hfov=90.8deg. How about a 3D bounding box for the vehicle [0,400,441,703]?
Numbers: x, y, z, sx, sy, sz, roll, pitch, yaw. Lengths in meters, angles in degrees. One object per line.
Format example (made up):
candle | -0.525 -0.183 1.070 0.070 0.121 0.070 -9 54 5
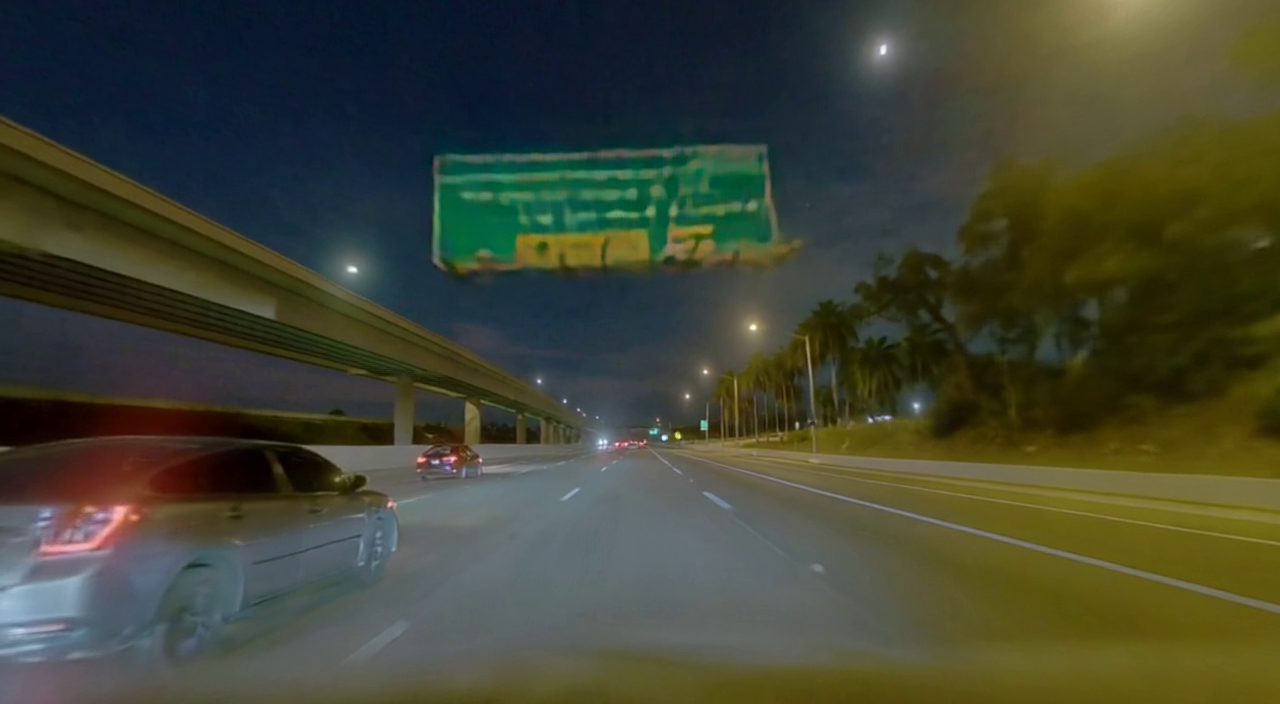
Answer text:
vehicle | -3.294 1.292 4.922 1.978 1.499 4.695 0 -8 0
